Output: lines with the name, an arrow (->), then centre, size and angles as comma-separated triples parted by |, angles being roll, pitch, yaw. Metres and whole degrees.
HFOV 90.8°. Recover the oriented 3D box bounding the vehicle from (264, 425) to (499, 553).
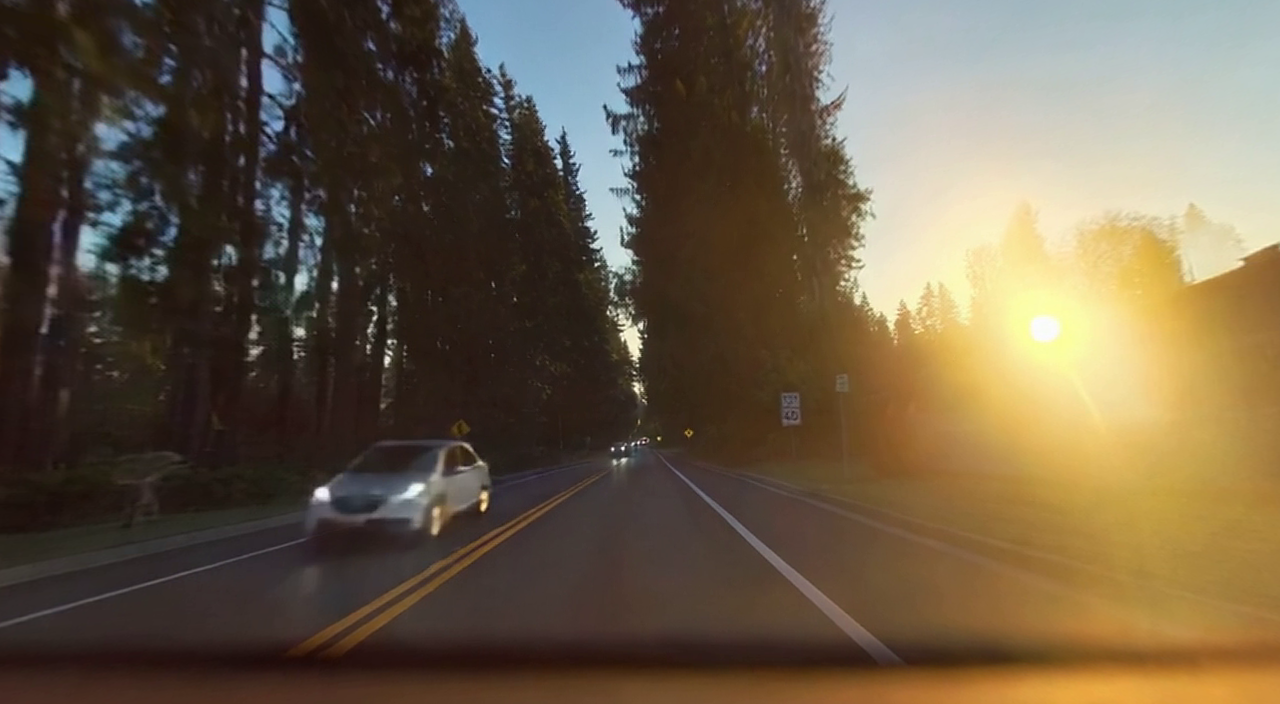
vehicle -> -4.190, 2.281, 11.357 | 2.124, 1.754, 4.791 | -1, -8, 1
